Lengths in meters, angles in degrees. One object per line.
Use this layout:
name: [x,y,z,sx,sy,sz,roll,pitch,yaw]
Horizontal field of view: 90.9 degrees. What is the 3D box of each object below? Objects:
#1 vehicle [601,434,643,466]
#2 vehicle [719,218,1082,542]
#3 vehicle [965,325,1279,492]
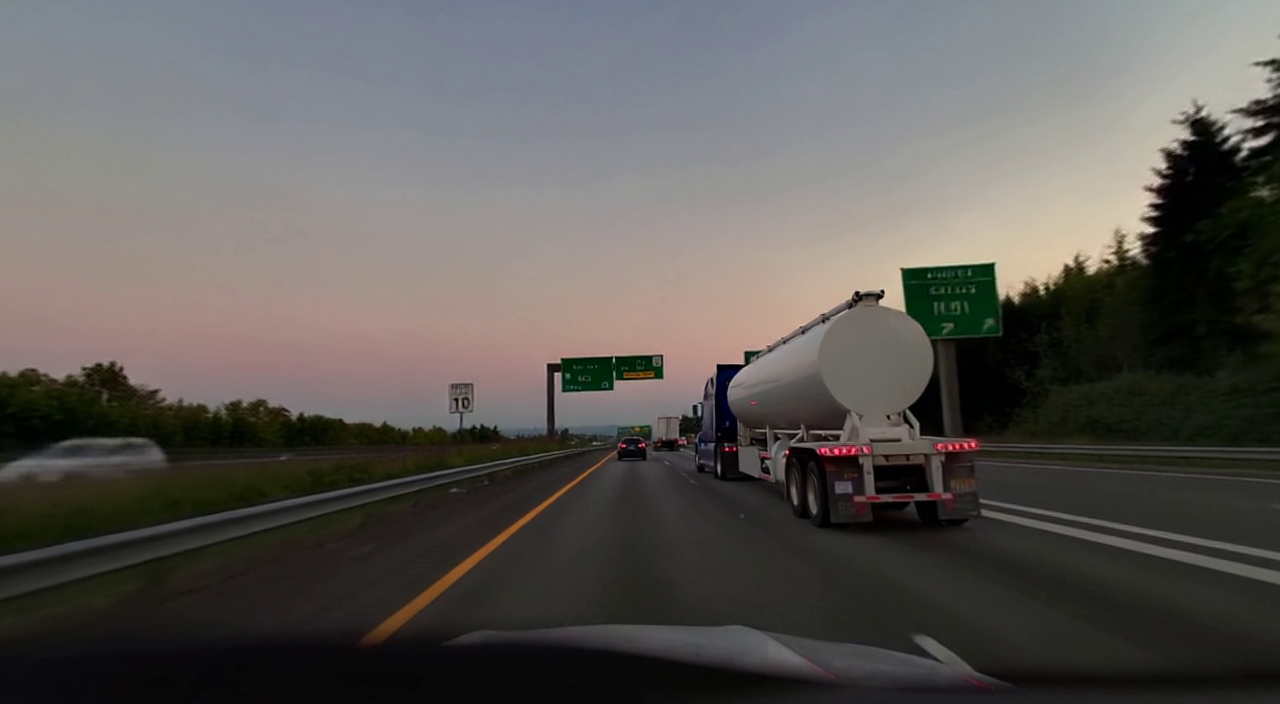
vehicle: [-0.867,4.902,31.773,2.000,1.510,3.518,0,-8,-1]
vehicle: [3.640,0.899,12.176,2.826,3.905,9.262,0,-8,-1]
vehicle: [15.259,2.051,20.699,2.878,4.124,10.050,1,-8,-6]
